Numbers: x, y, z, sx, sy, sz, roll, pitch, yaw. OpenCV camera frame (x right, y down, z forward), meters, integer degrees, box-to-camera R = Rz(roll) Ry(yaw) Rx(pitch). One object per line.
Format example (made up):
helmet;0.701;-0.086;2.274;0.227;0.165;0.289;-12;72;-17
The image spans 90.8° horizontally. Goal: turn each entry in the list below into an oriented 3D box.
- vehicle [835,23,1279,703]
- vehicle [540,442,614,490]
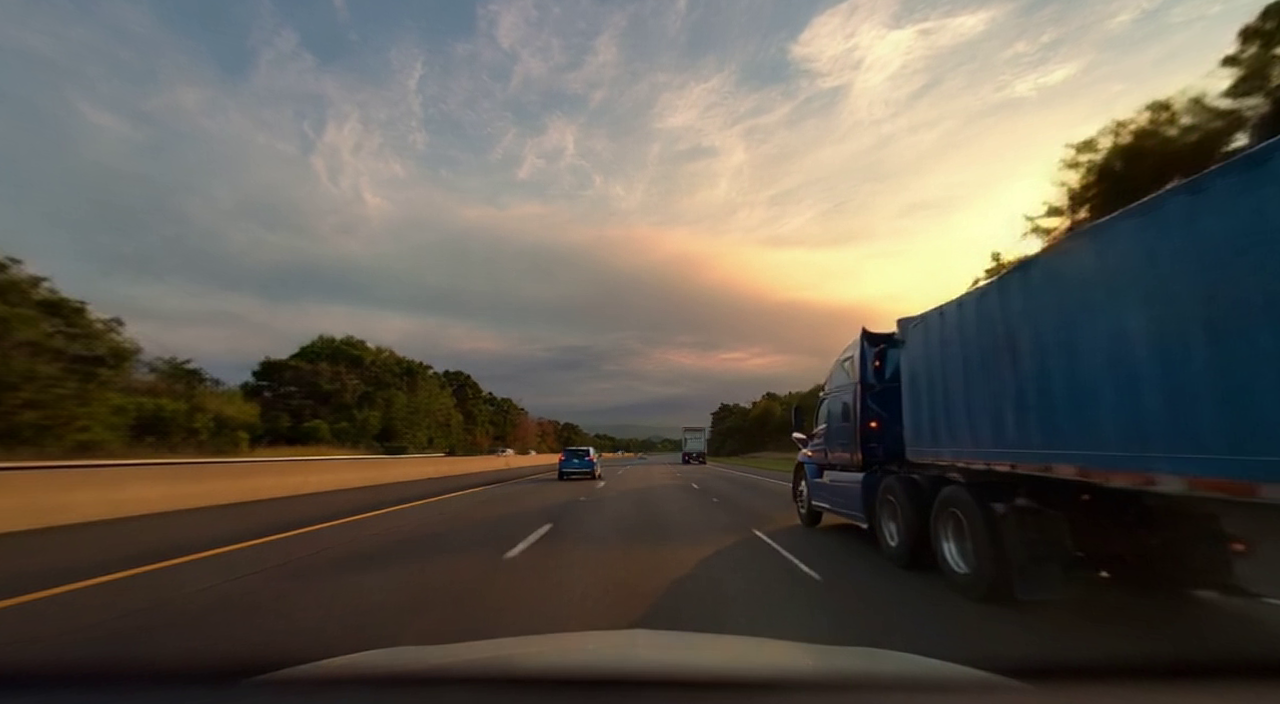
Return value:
vehicle;4.311;0.113;1.911;2.868;3.427;14.032;0;-9;-1
vehicle;-2.311;4.351;24.381;2.297;1.683;4.385;0;-9;2
